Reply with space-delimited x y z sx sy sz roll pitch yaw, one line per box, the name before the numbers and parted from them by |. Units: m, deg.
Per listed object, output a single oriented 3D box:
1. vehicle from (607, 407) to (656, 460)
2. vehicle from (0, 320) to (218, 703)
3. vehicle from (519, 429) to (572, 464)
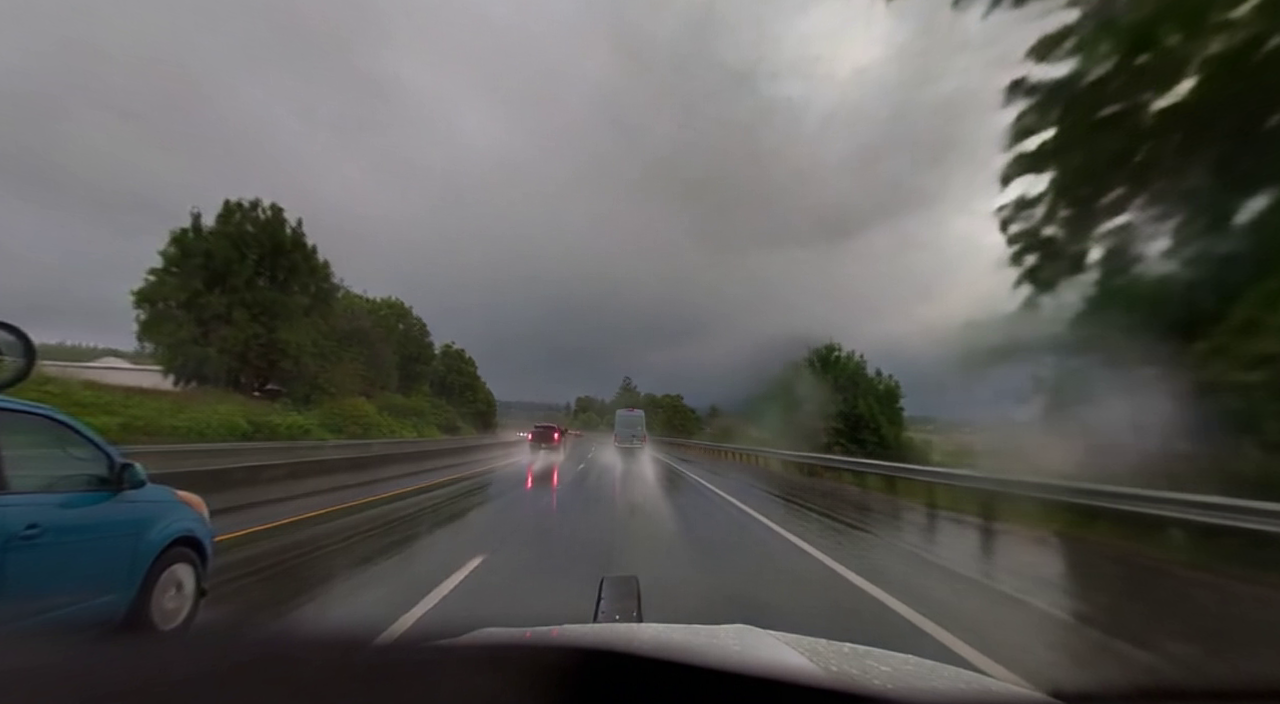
vehicle | -0.628 4.884 37.546 2.647 2.896 6.480 0 -8 -3
vehicle | -3.811 0.603 1.721 2.069 1.751 4.720 0 -8 -1
vehicle | -4.725 4.782 32.012 2.110 1.636 4.453 0 -8 -1
